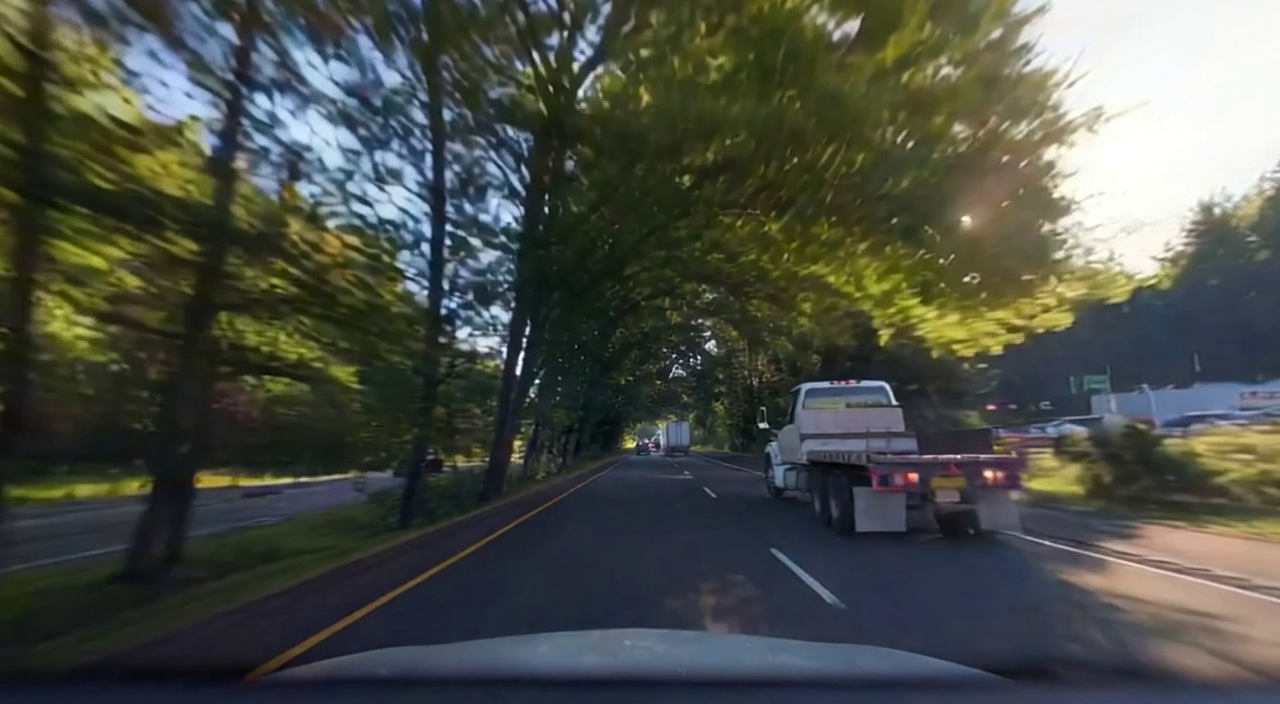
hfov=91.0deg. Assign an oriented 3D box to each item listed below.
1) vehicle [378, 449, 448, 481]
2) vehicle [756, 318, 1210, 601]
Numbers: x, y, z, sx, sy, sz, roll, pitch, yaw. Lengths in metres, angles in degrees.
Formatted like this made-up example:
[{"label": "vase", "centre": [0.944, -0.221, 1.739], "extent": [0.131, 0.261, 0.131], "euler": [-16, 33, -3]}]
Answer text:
[{"label": "vehicle", "centre": [-12.049, 5.993, 33.724], "extent": [1.915, 1.496, 4.610], "euler": [0, -8, 1]}, {"label": "vehicle", "centre": [3.522, 1.359, 8.675], "extent": [2.677, 2.439, 6.402], "euler": [0, -8, 1]}]
